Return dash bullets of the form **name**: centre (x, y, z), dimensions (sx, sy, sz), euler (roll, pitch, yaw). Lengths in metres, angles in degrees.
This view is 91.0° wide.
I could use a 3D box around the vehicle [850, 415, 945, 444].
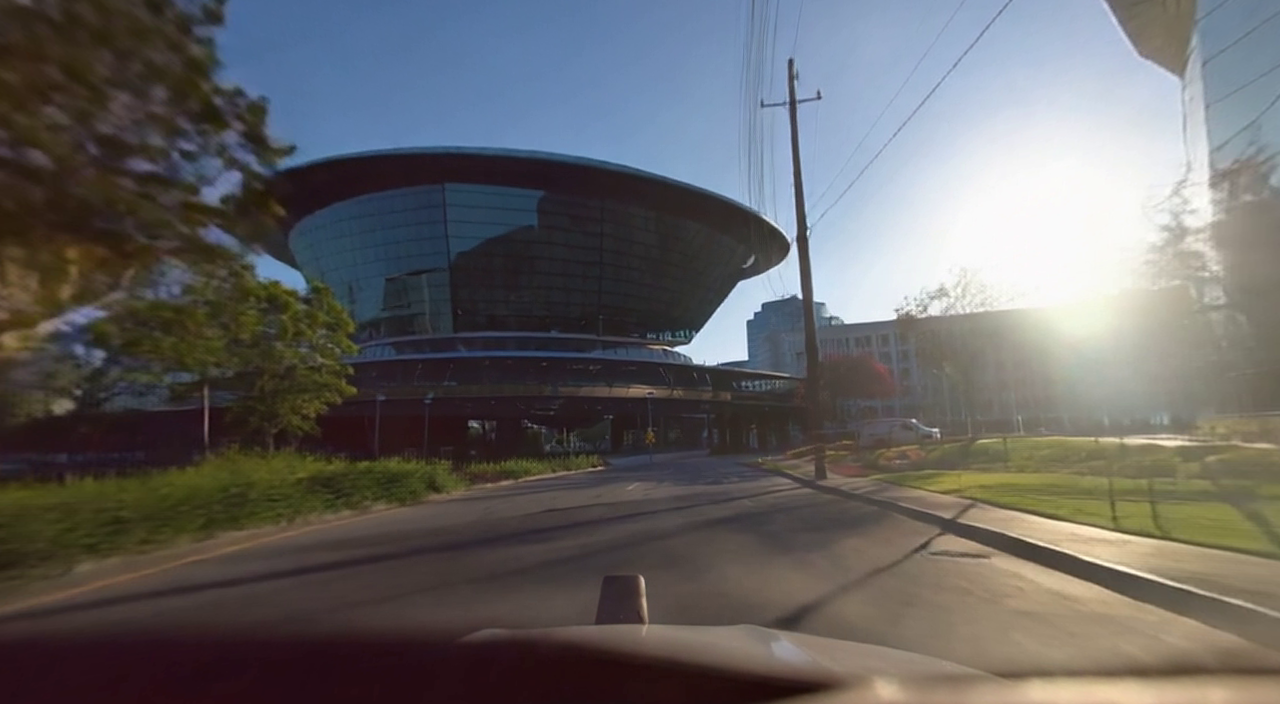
- **vehicle**: centre (17.602, 5.347, 43.385), dimensions (5.745, 1.902, 2.244), euler (-2, -9, 14)
